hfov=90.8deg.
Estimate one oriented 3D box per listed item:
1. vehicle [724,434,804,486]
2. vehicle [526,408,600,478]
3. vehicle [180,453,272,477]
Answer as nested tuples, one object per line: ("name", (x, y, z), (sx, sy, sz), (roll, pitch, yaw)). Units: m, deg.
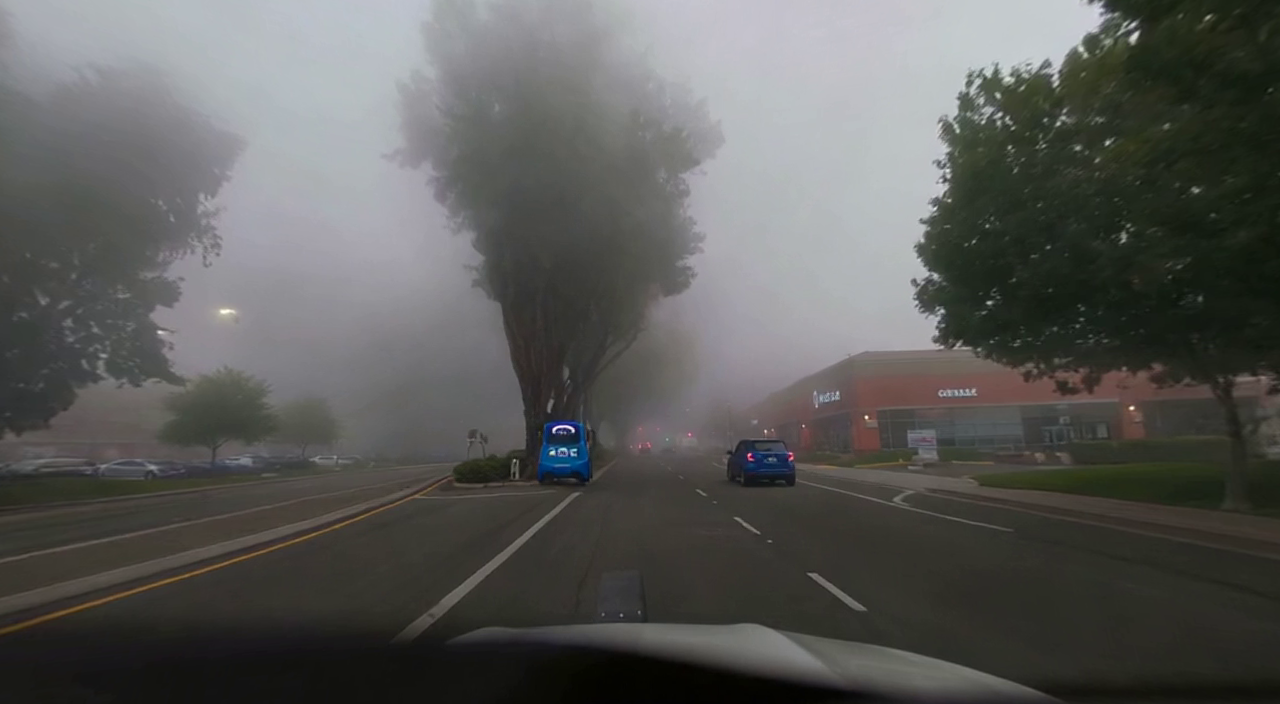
("vehicle", (4.262, 3.784, 22.381), (1.869, 1.646, 4.166), (0, -9, -2))
("vehicle", (-3.265, 4.072, 28.126), (2.443, 2.784, 5.862), (0, -9, 1))
("vehicle", (-31.872, 8.675, 48.822), (5.692, 1.725, 2.144), (5, -10, -33))
